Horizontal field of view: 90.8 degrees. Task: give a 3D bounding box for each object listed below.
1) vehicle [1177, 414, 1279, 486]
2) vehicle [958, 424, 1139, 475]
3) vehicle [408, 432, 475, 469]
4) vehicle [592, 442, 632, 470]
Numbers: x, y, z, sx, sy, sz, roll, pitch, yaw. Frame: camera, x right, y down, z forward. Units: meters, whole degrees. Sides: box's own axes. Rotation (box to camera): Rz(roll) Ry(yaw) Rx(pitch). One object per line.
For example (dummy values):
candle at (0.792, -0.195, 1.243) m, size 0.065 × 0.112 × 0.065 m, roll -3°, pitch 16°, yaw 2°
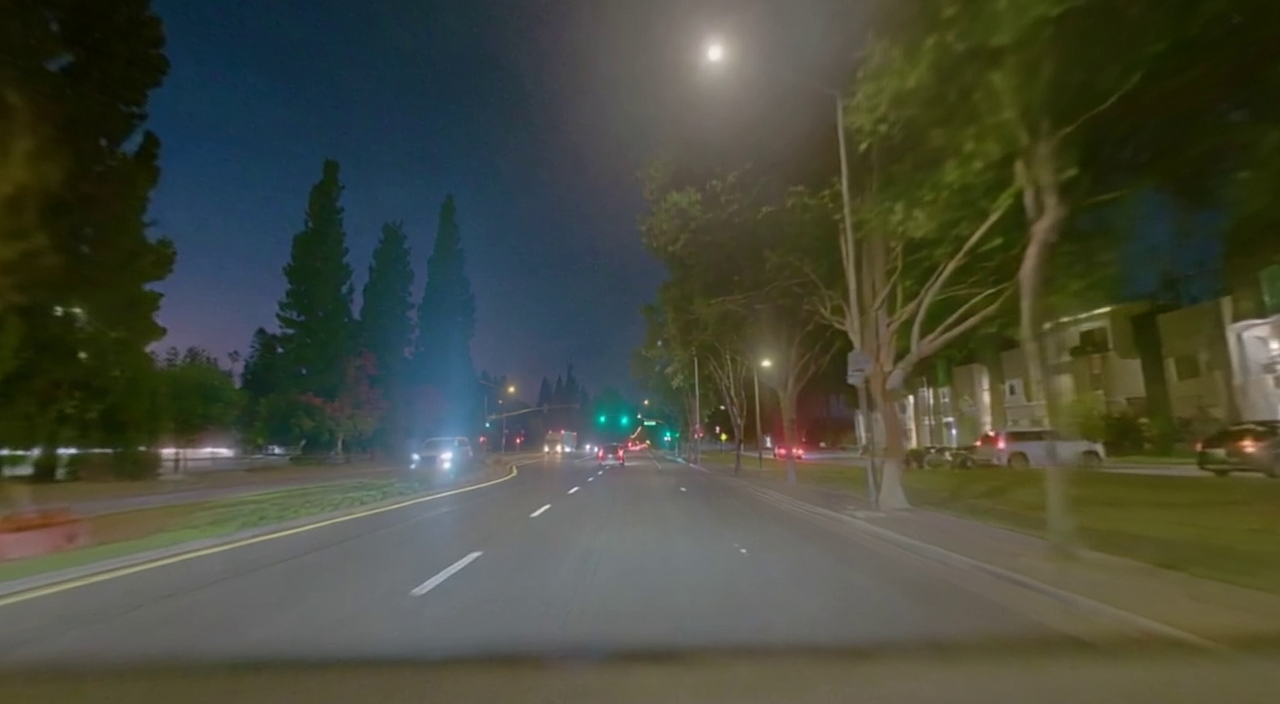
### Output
vehicle at (16.779, 2.491, 16.101) m, size 4.564 × 1.663 × 2.033 m, roll 1°, pitch -9°, yaw -8°
vehicle at (15.484, 3.701, 24.099) m, size 5.604 × 1.833 × 2.128 m, roll 1°, pitch -9°, yaw -7°
vehicle at (-11.456, 5.750, 36.941) m, size 2.193 × 1.977 × 5.481 m, roll 0°, pitch -8°, yaw 0°
vehicle at (-1.565, 6.015, 36.891) m, size 2.011 × 1.498 × 4.914 m, roll 0°, pitch -8°, yaw 1°
